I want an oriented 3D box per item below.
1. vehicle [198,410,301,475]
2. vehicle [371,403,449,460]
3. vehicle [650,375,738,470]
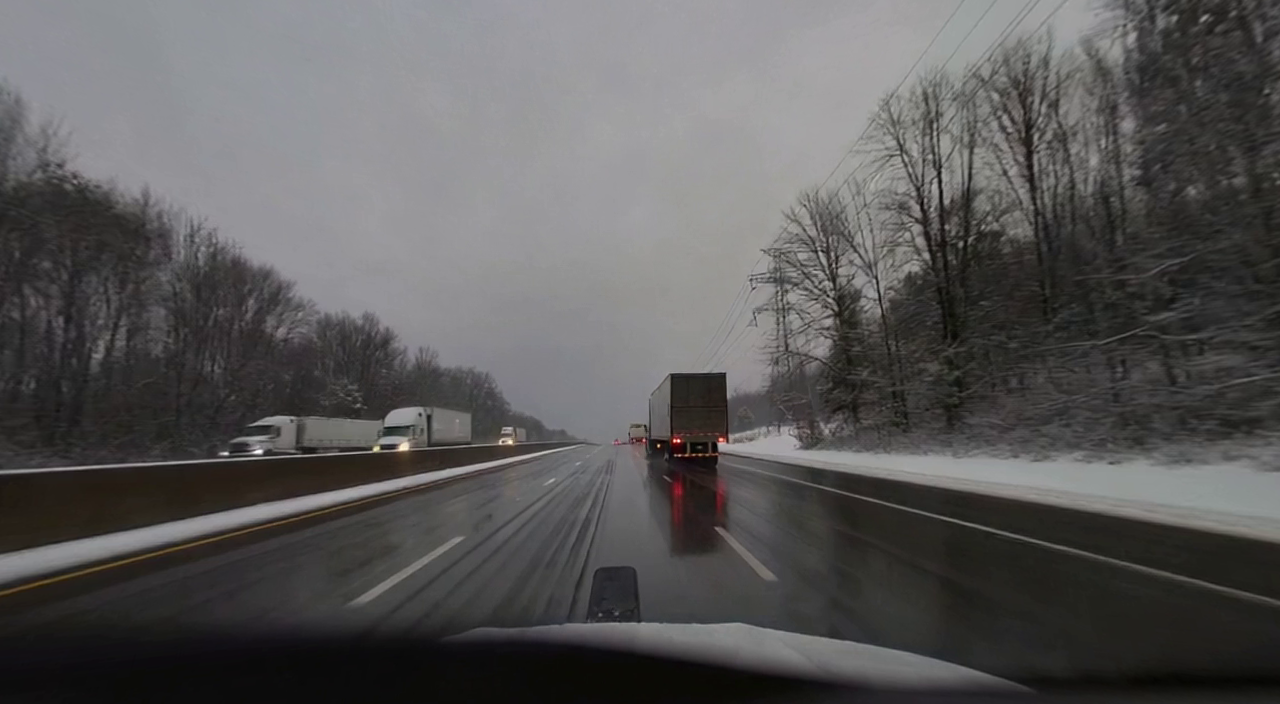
[{"bbox_3d":[-21.036,4.898,34.263,2.856,3.327,4.179,0,-8,-2],"label":"vehicle"},{"bbox_3d":[-16.753,5.904,46.625,3.034,3.819,7.828,0,-8,-2],"label":"vehicle"},{"bbox_3d":[2.435,3.961,34.104,2.905,4.080,14.157,0,-8,-2],"label":"vehicle"}]
